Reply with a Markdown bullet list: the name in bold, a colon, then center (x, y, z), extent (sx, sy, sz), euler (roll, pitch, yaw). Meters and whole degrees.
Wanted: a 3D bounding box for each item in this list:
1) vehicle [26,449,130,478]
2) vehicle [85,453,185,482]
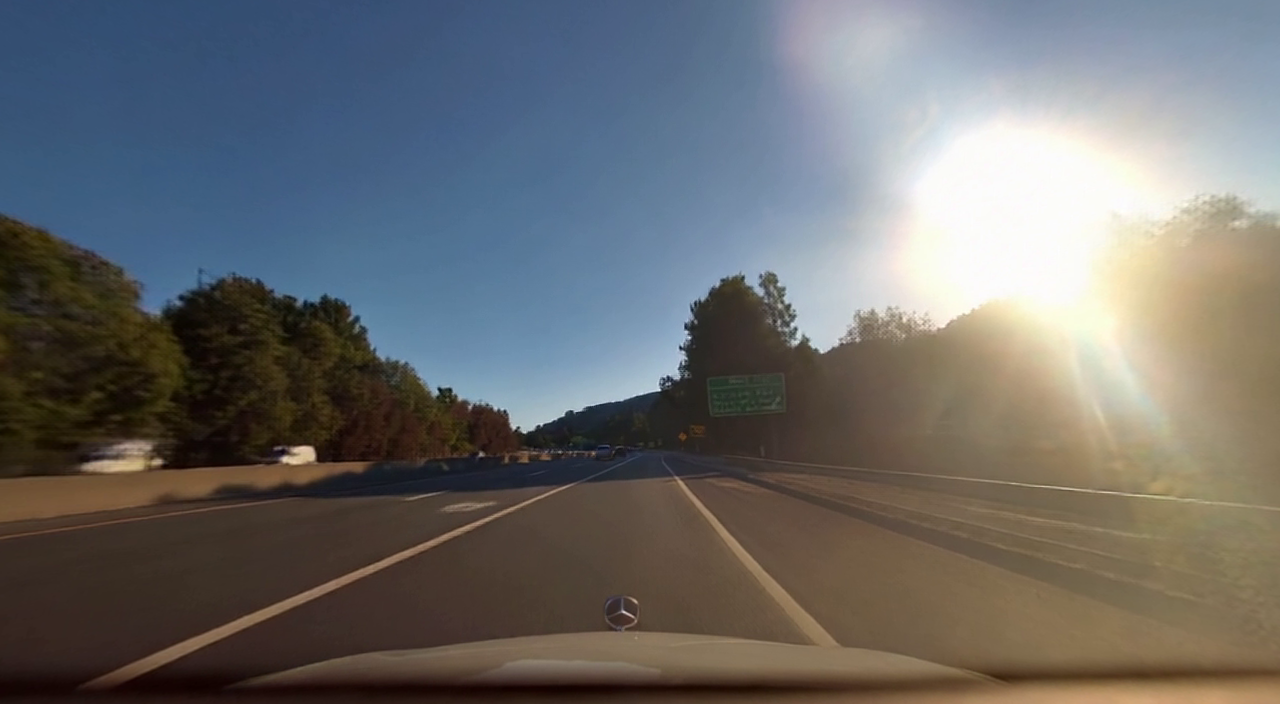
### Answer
- **vehicle**: center (-35.493, 7.031, 39.904), extent (1.891, 1.739, 4.958), euler (-1, -9, 2)
- **vehicle**: center (-27.755, 6.351, 34.765), extent (1.766, 1.462, 4.382), euler (-1, -9, 2)
